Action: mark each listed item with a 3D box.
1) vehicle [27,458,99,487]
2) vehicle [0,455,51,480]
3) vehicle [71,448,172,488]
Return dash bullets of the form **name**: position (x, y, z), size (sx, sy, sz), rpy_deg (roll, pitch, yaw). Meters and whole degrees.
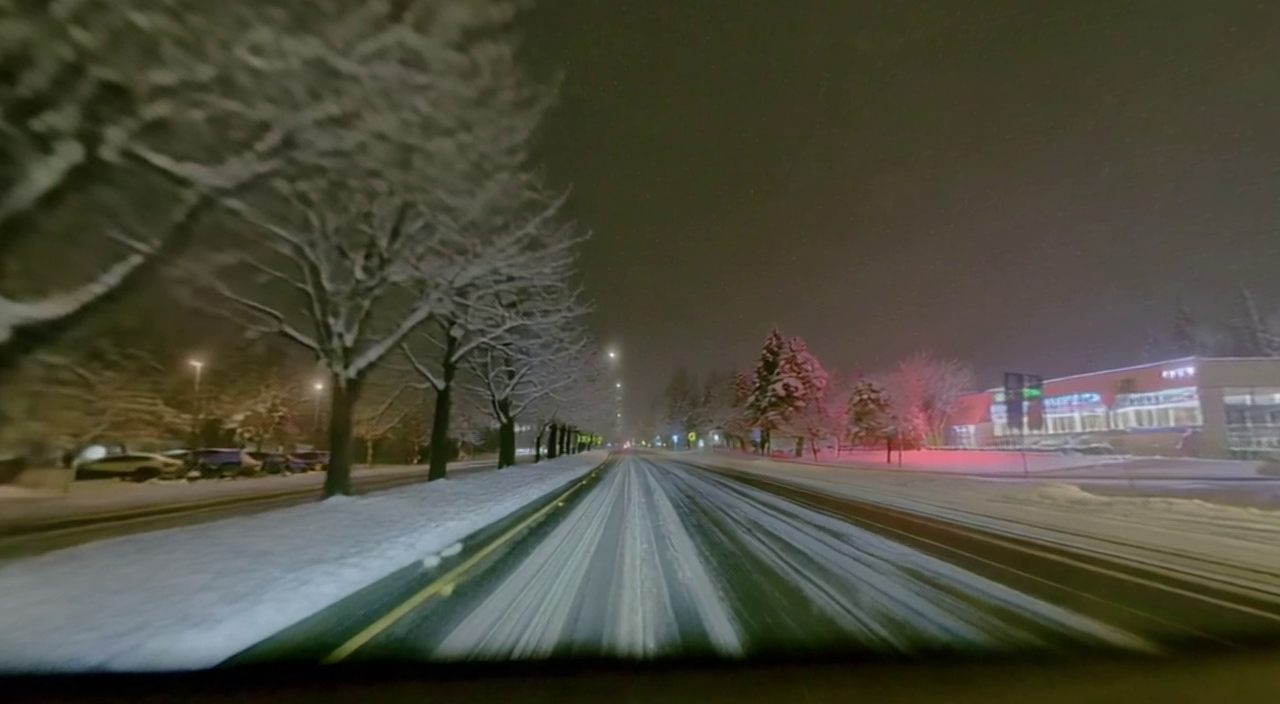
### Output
- **vehicle**: position (-33.846, 7.059, 37.185), size (2.020, 1.489, 3.997), rpy_deg (4, -10, -26)
- **vehicle**: position (-46.633, 8.494, 46.254), size (4.813, 1.685, 2.076), rpy_deg (-2, -10, -3)
- **vehicle**: position (-28.381, 6.315, 34.844), size (2.124, 2.004, 5.473), rpy_deg (2, -9, -15)
